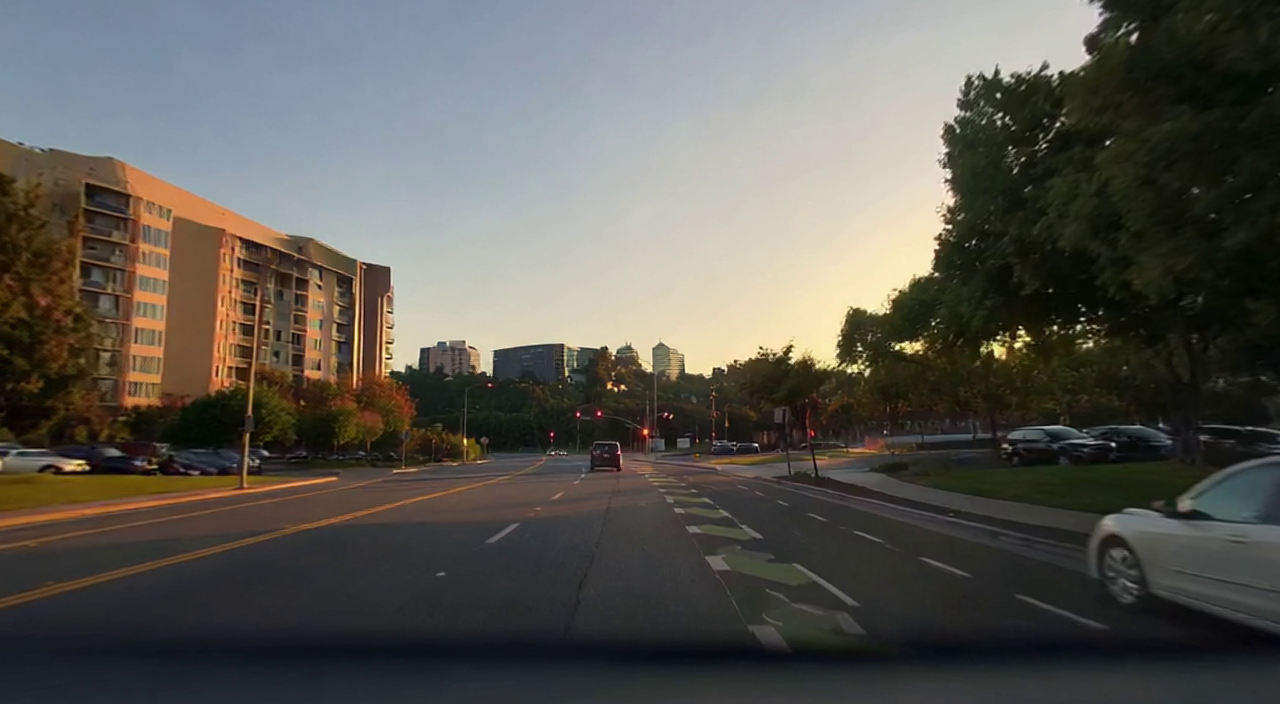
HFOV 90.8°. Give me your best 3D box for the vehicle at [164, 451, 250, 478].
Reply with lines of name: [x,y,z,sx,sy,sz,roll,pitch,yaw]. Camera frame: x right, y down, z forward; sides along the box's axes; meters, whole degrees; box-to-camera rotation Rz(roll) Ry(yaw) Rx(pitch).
vehicle: [-26.311,6.835,38.631,1.876,1.503,4.910,0,-8,-1]

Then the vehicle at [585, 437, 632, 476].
vehicle: [-1.640,5.304,32.389,2.230,1.827,4.298,0,-8,-3]

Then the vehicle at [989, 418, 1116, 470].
vehicle: [14.485,3.287,22.497,1.858,1.681,3.860,0,-8,0]
